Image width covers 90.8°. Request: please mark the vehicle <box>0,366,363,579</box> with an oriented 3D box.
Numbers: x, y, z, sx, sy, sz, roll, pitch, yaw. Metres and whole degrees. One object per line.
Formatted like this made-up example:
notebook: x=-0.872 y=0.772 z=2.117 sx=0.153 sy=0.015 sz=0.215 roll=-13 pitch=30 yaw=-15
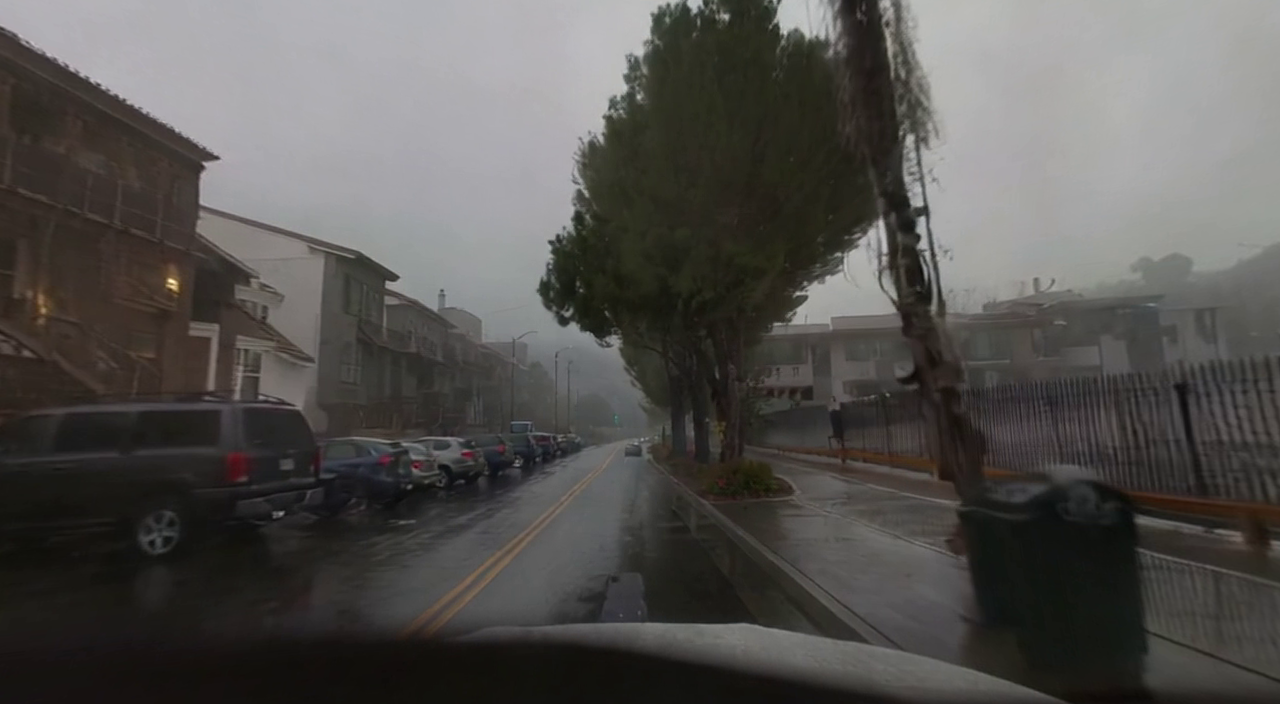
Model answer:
vehicle: x=-7.196 y=1.566 z=8.621 sx=5.592 sy=2.439 sz=2.515 roll=0 pitch=-9 yaw=-1
